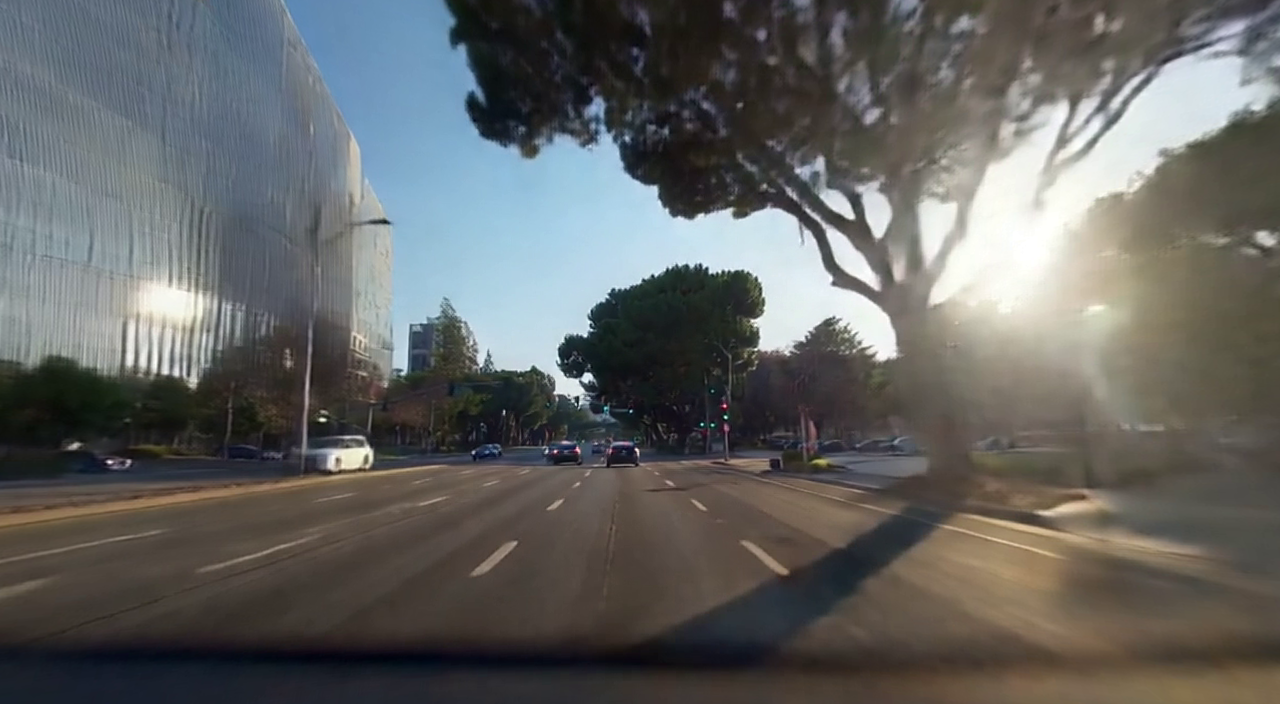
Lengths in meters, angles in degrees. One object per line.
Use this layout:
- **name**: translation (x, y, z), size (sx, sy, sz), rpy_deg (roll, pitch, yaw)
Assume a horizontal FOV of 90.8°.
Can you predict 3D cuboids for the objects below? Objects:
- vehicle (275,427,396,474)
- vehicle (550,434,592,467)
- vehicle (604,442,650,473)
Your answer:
- **vehicle**: translation (-15.363, 5.036, 32.571), size (2.680, 2.131, 6.995), rpy_deg (0, -8, 0)
- **vehicle**: translation (-3.942, 5.737, 36.780), size (2.001, 1.784, 4.483), rpy_deg (0, -8, 0)
- **vehicle**: translation (-0.642, 4.998, 30.149), size (2.050, 1.385, 4.096), rpy_deg (0, -8, -2)
